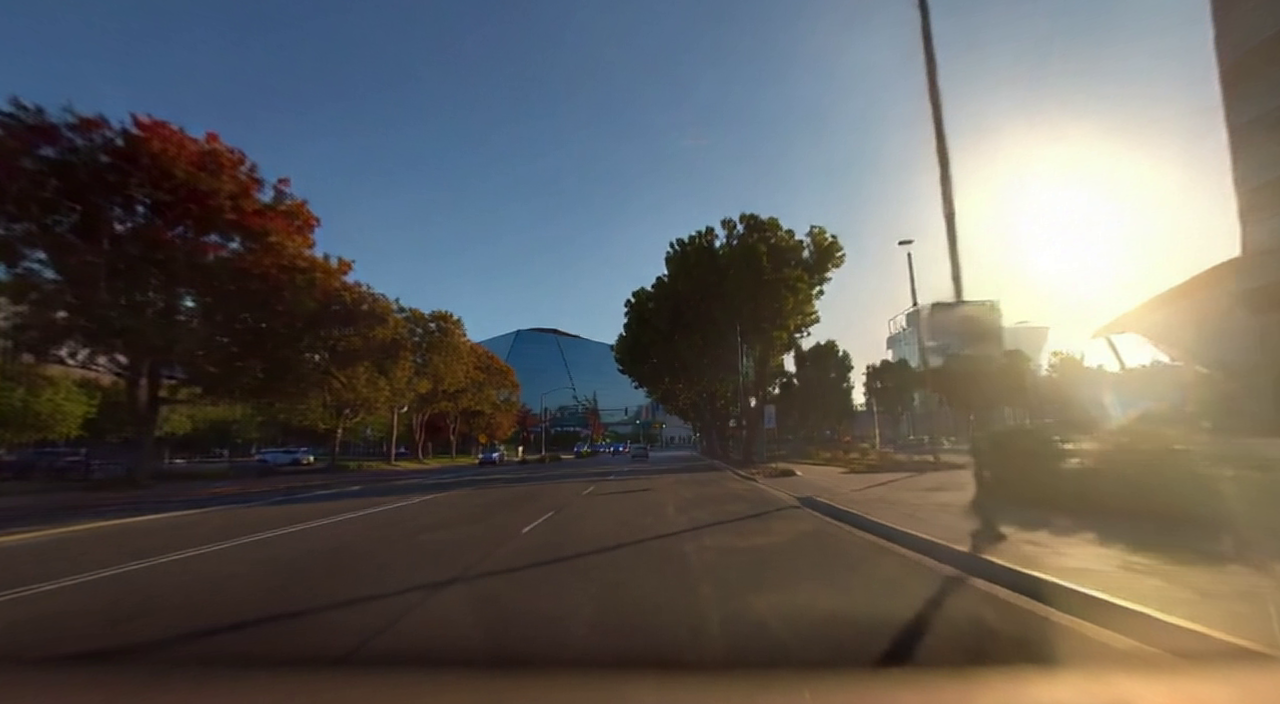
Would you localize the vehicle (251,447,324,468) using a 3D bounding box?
[{"bbox_3d":[-28.019,8.382,49.970,4.692,1.576,1.864,0,-9,-1],"label":"vehicle"}]

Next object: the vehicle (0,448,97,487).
[{"bbox_3d":[-27.786,5.164,28.305,4.816,1.655,1.928,0,-9,2],"label":"vehicle"}]
